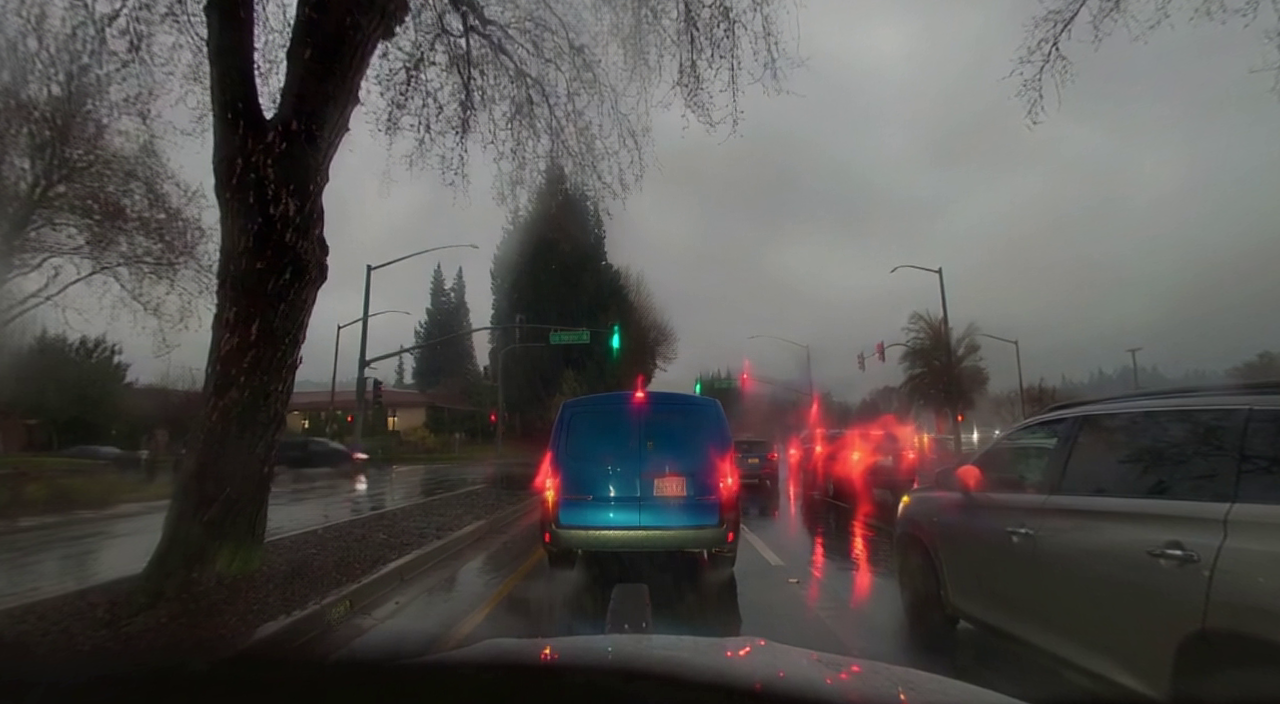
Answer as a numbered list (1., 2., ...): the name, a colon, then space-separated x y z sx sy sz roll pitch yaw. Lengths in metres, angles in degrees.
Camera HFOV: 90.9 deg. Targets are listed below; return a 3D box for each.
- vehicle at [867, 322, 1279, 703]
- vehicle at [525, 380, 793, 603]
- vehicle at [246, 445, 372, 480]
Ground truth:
1. vehicle: 2.898 0.948 3.183 1.971 1.663 4.287 0 -8 1
2. vehicle: 0.167 1.466 7.442 2.185 1.822 4.391 0 -8 0
3. vehicle: -15.448 5.164 29.618 4.789 1.514 1.866 1 -8 -5
